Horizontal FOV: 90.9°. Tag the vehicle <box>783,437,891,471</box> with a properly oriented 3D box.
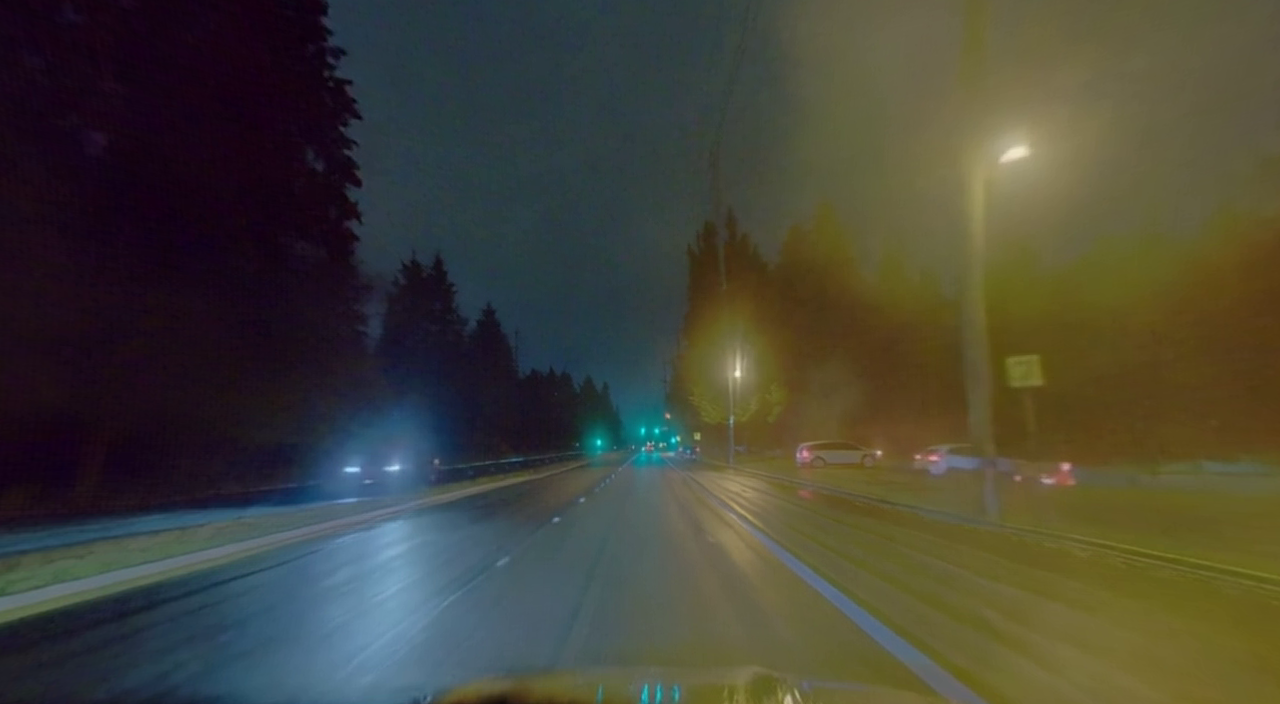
[{"bbox_3d":[10.657,5.551,34.334,5.118,1.701,2.175,0,-8,-2],"label":"vehicle"}]

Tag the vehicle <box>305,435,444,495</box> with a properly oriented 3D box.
[{"bbox_3d":[-8.858,3.799,21.713,2.401,1.807,4.960,-1,-8,3],"label":"vehicle"}]

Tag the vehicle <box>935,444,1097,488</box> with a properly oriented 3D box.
[{"bbox_3d":[13.066,3.975,22.129,4.438,1.444,1.900,0,-8,1],"label":"vehicle"}]
